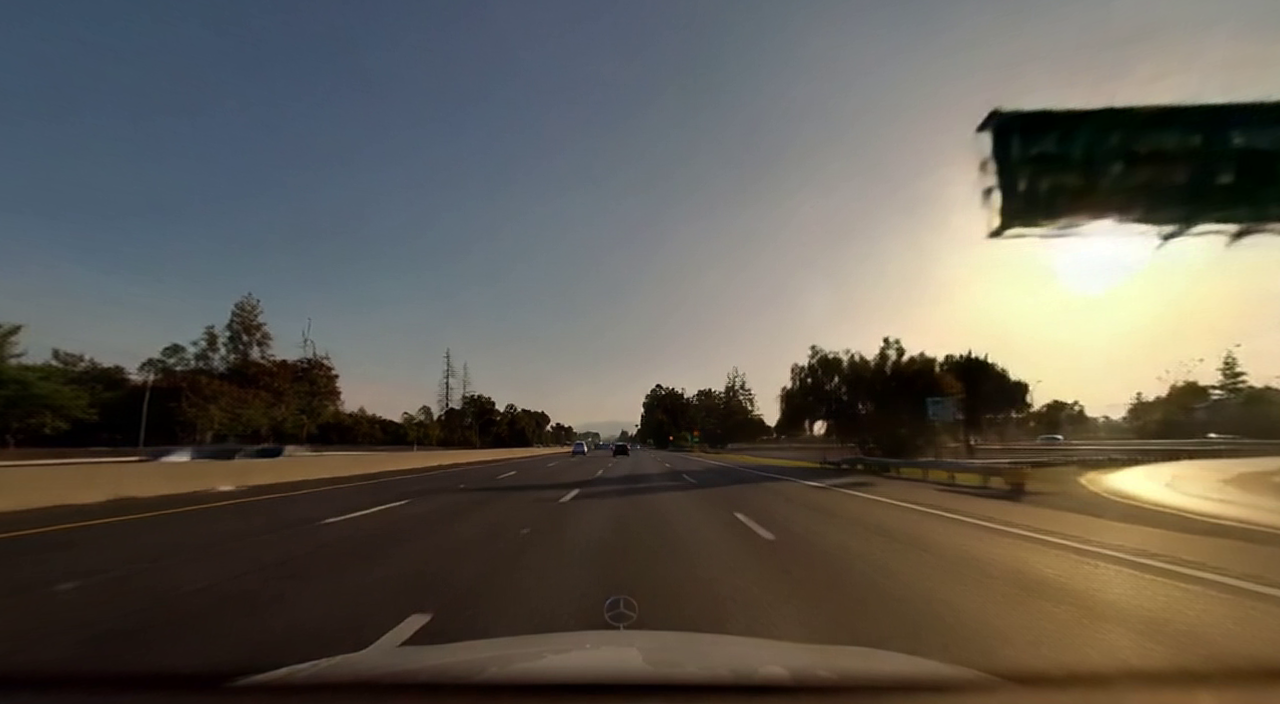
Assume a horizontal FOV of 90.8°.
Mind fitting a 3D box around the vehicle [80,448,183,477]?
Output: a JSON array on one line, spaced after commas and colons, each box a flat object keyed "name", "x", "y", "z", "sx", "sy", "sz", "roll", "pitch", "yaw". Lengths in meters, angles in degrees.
[{"name": "vehicle", "x": -28.266, "y": 6.135, "z": 35.349, "sx": 1.856, "sy": 1.456, "sz": 4.711, "roll": 0, "pitch": -8, "yaw": 0}]

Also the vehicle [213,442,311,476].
[{"name": "vehicle", "x": -17.377, "y": 4.915, "z": 29.310, "sx": 1.763, "sy": 1.449, "sz": 4.432, "roll": 0, "pitch": -8, "yaw": 0}]
